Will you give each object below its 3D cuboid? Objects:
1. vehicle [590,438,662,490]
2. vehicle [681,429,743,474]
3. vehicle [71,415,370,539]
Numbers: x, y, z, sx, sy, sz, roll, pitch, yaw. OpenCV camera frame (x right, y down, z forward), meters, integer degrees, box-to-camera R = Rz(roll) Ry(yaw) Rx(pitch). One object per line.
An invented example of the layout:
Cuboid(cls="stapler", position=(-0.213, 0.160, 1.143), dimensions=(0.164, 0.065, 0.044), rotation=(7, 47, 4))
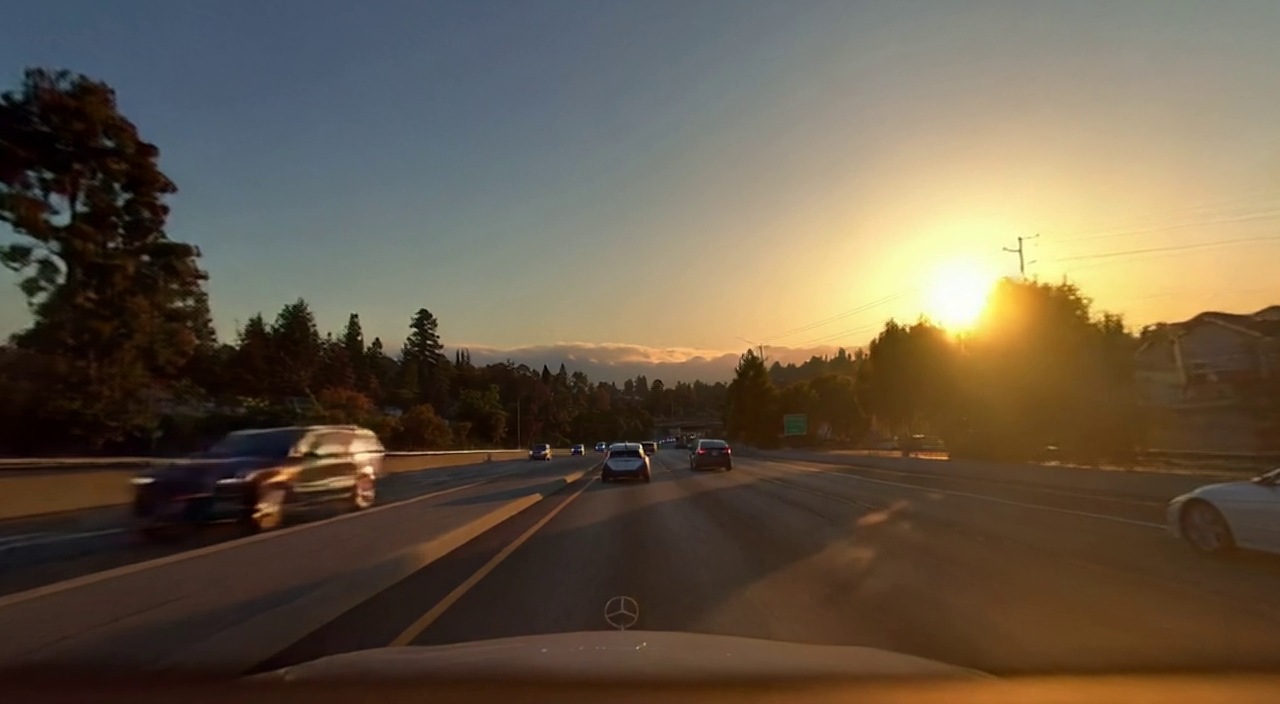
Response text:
Cuboid(cls="vehicle", position=(-0.383, 3.464, 19.826), dimensions=(2.040, 1.451, 3.736), rotation=(0, -8, 0))
Cuboid(cls="vehicle", position=(3.196, 4.524, 28.875), dimensions=(2.186, 1.842, 4.553), rotation=(0, -8, -1))
Cuboid(cls="vehicle", position=(-7.325, 2.226, 11.962), dimensions=(2.205, 1.832, 5.001), rotation=(0, -8, 0))
